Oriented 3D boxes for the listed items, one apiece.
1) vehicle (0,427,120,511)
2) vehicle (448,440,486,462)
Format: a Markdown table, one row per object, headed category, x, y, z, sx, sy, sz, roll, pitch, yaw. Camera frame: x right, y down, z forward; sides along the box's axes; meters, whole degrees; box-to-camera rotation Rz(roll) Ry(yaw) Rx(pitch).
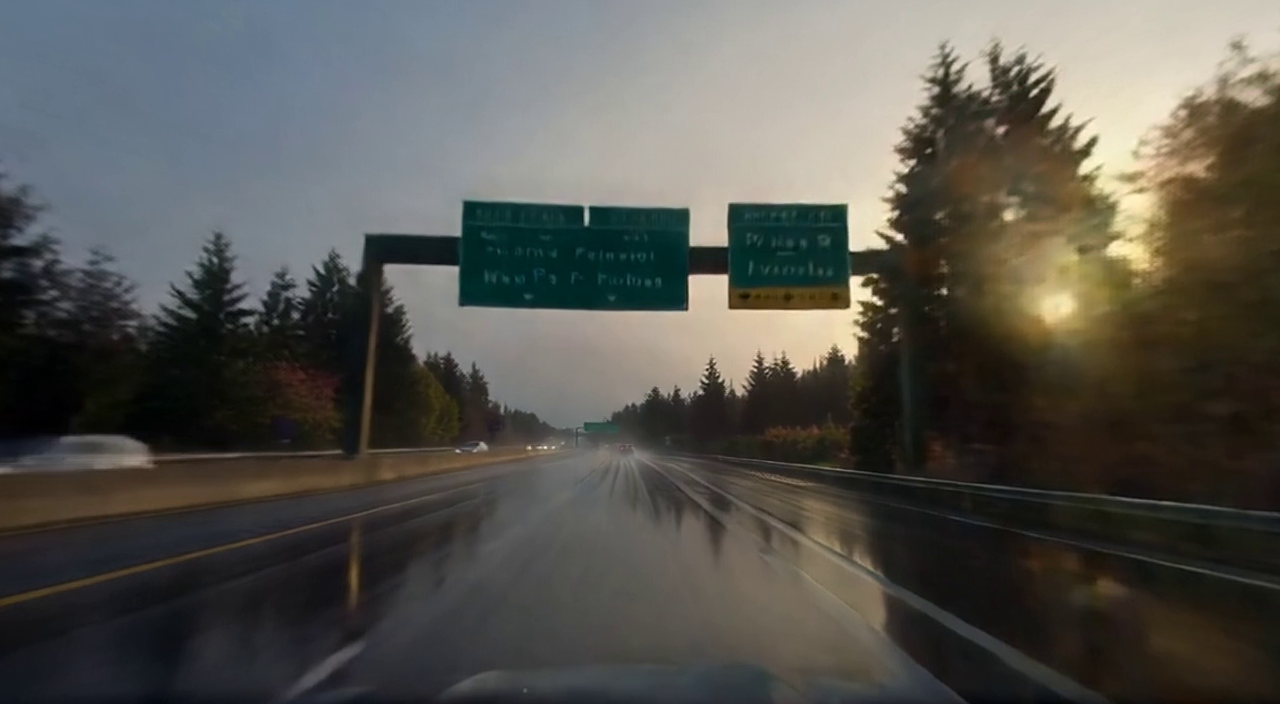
| category | x | y | z | sx | sy | sz | roll | pitch | yaw |
| --- | --- | --- | --- | --- | --- | --- | --- | --- | --- |
| vehicle | -12.244 | 2.148 | 11.570 | 1.788 | 1.478 | 3.988 | 0 | -9 | 1 |
| vehicle | -13.150 | 7.543 | 47.762 | 1.851 | 1.525 | 4.105 | 0 | -9 | -2 |
